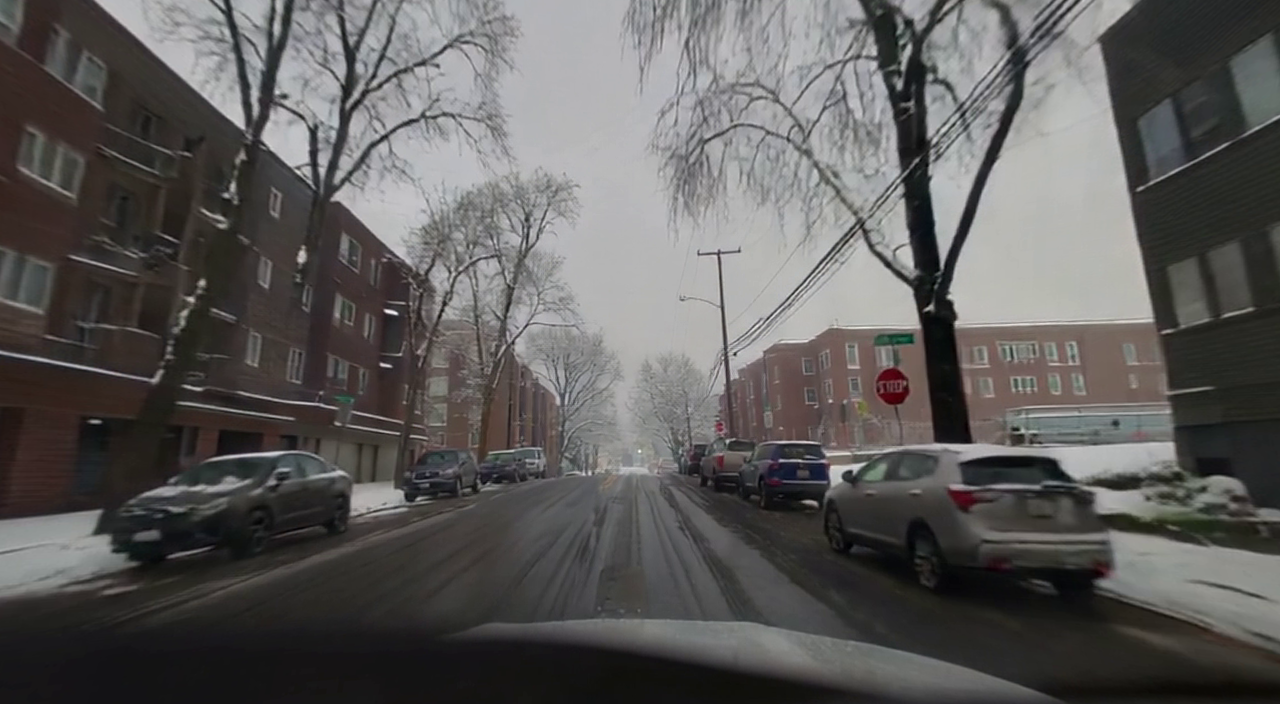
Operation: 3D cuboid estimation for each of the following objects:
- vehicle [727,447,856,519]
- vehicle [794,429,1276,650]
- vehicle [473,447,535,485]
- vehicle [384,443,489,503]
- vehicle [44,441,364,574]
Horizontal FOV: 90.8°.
[{"bbox_3d":[3.506,3.100,15.619,1.925,1.489,4.655,0,-9,-2],"label":"vehicle"},{"bbox_3d":[3.372,1.677,6.953,1.948,1.502,5.013,0,-9,-2],"label":"vehicle"},{"bbox_3d":[-6.477,5.461,30.574,2.069,1.647,4.359,-1,-9,0],"label":"vehicle"},{"bbox_3d":[-6.456,3.861,20.600,1.947,1.707,4.352,0,-9,0],"label":"vehicle"},{"bbox_3d":[-6.456,2.291,10.197,2.100,1.640,4.341,0,-9,-1],"label":"vehicle"}]
